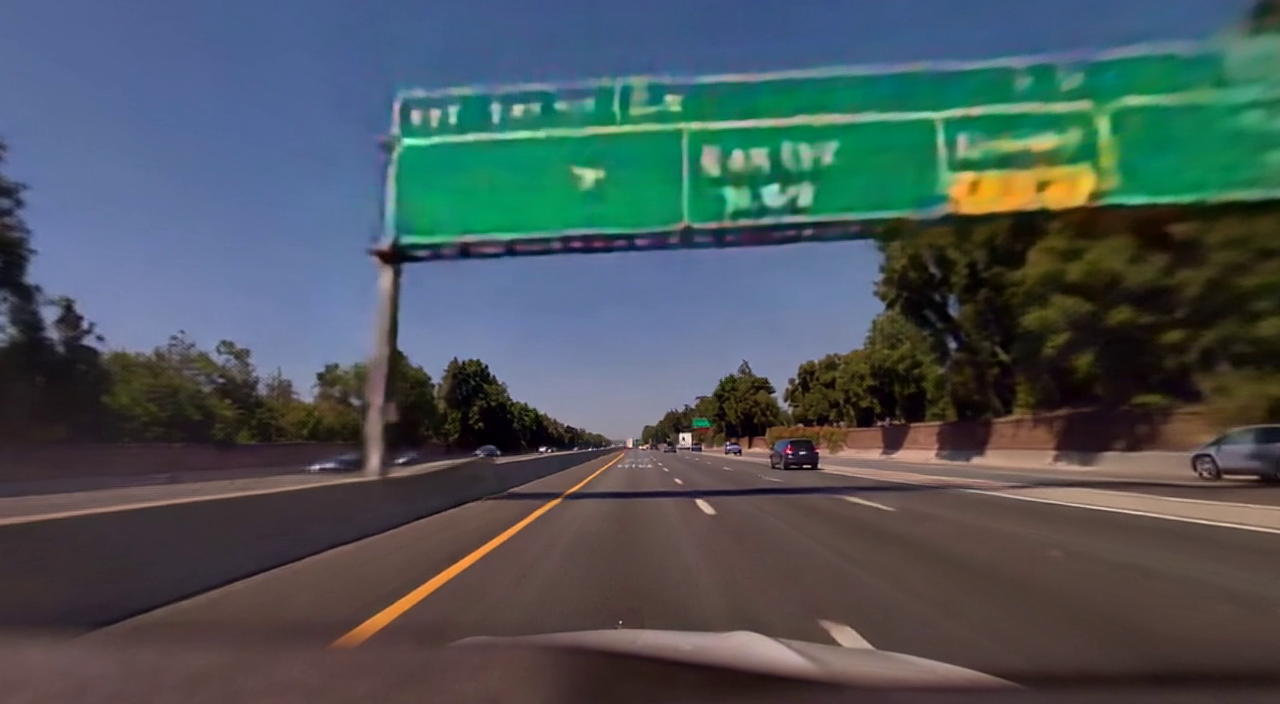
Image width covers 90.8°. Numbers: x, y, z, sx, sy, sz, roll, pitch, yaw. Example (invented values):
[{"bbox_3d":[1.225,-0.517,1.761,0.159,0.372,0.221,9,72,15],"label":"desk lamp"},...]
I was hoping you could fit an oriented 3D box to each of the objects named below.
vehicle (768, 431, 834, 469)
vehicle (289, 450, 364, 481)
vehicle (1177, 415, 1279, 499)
[{"bbox_3d":[8.333,5.142,33.199,2.098,1.820,4.505,0,-9,-2],"label":"vehicle"},{"bbox_3d":[-17.040,6.165,34.583,1.835,1.496,4.318,1,-9,0],"label":"vehicle"},{"bbox_3d":[14.143,2.191,13.163,1.957,1.709,4.387,0,-9,-1],"label":"vehicle"}]
